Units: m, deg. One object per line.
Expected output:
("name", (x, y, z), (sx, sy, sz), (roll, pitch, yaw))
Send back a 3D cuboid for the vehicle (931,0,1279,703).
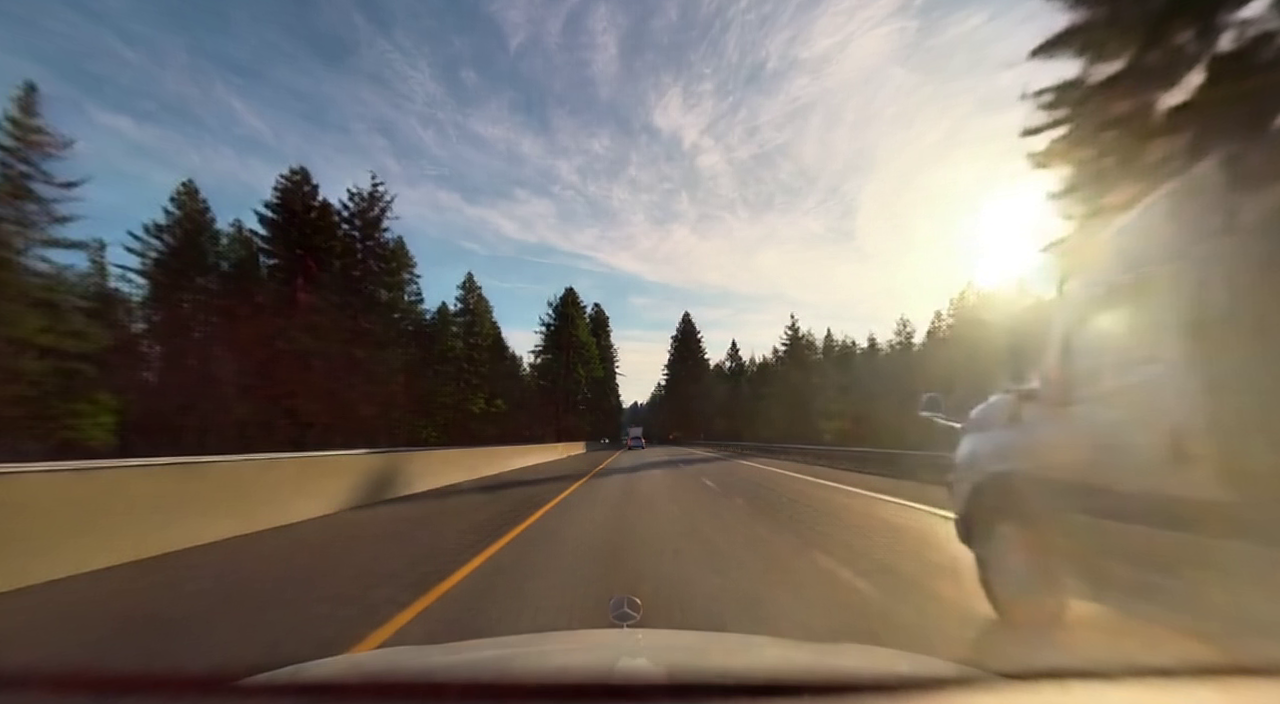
("vehicle", (4.168, -0.249, 1.120), (3.013, 3.462, 8.956), (0, -8, 0))
